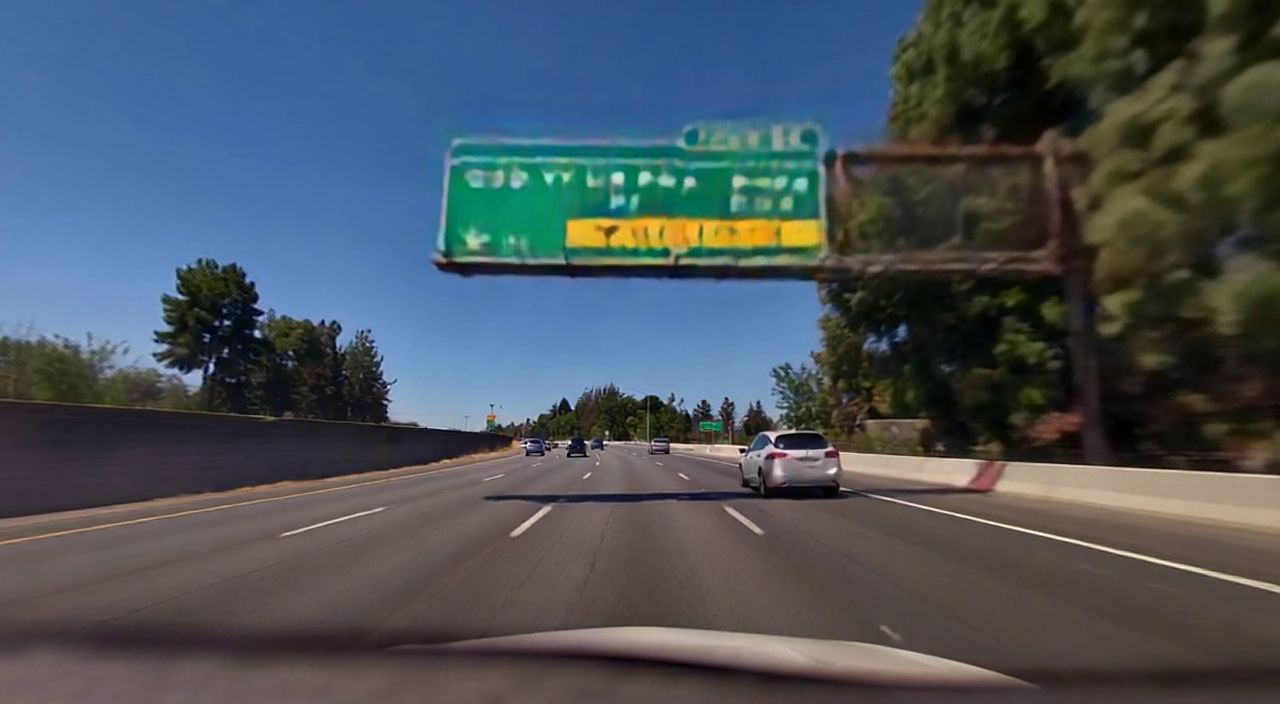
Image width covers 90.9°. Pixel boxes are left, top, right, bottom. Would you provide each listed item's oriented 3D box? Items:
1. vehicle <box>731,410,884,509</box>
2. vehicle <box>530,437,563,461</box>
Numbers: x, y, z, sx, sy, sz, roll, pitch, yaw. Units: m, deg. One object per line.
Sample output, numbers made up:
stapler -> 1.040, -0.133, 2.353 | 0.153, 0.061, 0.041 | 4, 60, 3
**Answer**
vehicle -> 3.395, 2.297, 13.798 | 2.043, 1.795, 4.347 | 0, -8, -1
vehicle -> -6.623, 6.903, 45.013 | 2.064, 1.645, 4.286 | 0, -8, -5
